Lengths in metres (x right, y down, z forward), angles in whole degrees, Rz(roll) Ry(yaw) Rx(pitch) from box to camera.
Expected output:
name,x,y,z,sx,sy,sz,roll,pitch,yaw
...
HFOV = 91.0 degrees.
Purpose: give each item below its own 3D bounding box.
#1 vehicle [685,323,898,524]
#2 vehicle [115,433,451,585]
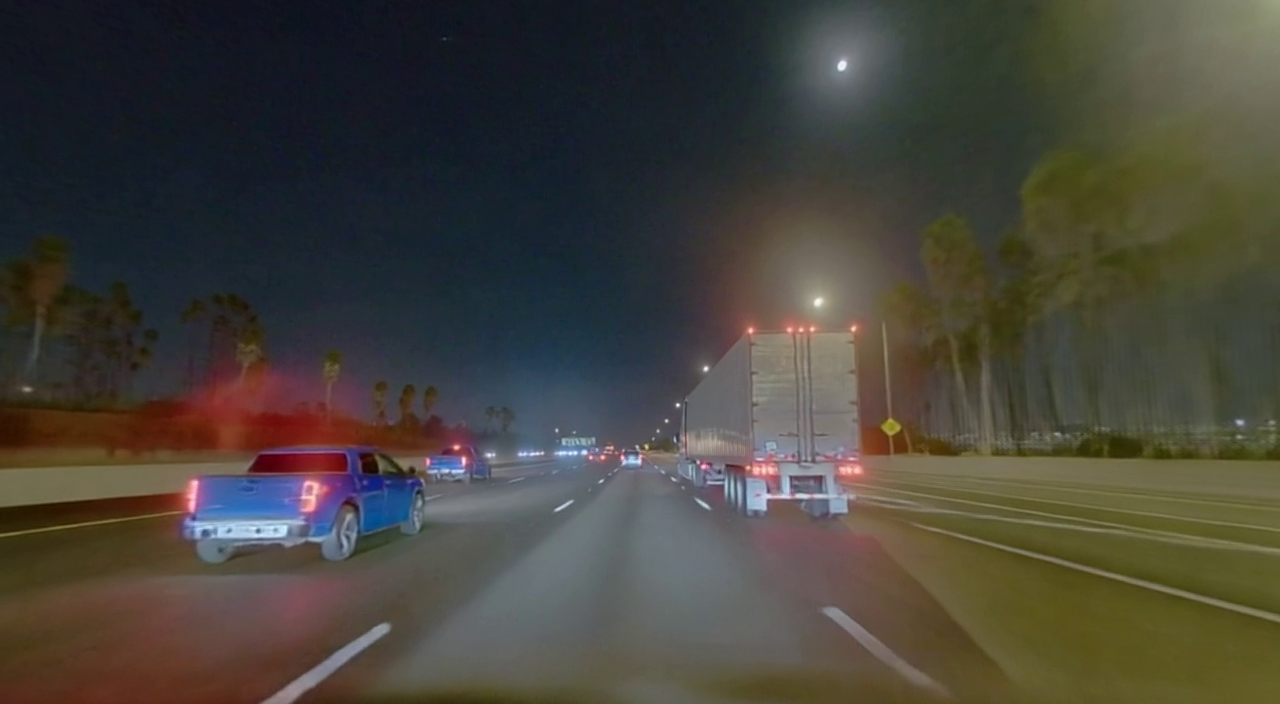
name,x,y,z,sx,sy,sz,roll,pitch,yaw
vehicle,3.664,2.651,21.124,2.891,4.123,16.415,0,-9,-1
vehicle,-4.289,1.922,8.572,2.120,1.537,4.139,0,-9,0
